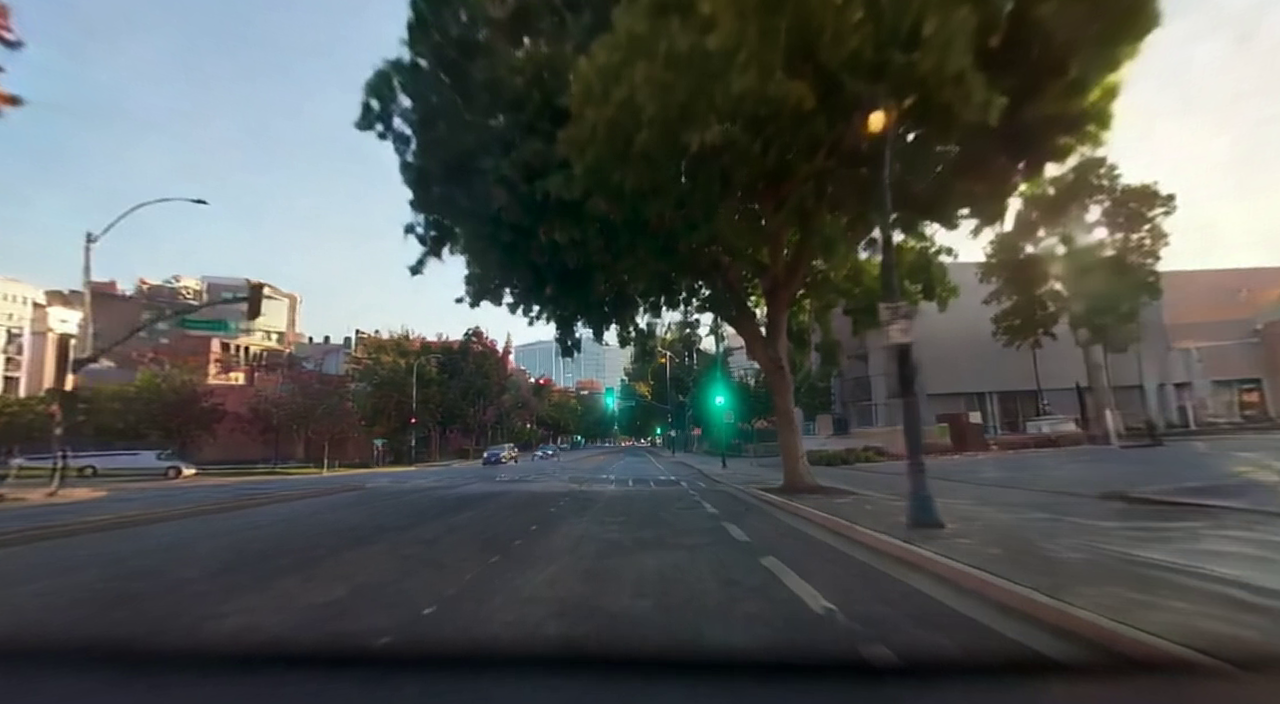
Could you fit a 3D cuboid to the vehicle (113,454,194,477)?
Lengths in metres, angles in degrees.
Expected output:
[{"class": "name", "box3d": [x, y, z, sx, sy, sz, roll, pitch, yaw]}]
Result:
[{"class": "vehicle", "box3d": [-37.461, 8.739, 48.744, 4.593, 1.674, 1.893, 0, -9, 0]}]

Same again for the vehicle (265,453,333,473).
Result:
[{"class": "vehicle", "box3d": [-26.412, 8.599, 49.019, 4.153, 1.493, 1.808, 0, -9, -2]}]

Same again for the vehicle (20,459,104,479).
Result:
[{"class": "vehicle", "box3d": [-44.234, 8.945, 48.438, 4.546, 1.455, 1.805, 0, -9, -2]}]

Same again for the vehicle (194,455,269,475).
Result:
[{"class": "vehicle", "box3d": [-31.533, 8.739, 48.831, 4.453, 1.441, 1.770, 0, -9, -1]}]
